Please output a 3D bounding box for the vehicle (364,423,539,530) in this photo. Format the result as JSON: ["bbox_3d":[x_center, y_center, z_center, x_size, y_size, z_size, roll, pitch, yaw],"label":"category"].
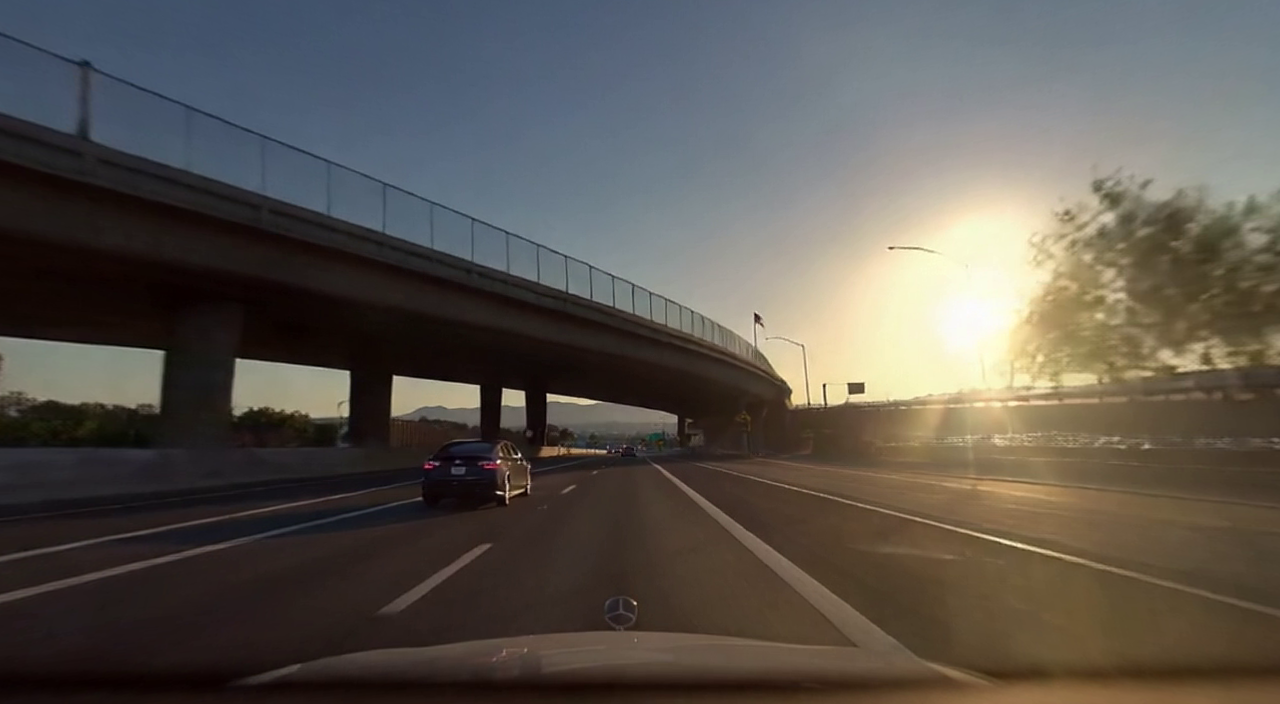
[{"bbox_3d":[-3.400,2.339,12.451,2.178,1.699,4.321,0,-8,-1],"label":"vehicle"}]
